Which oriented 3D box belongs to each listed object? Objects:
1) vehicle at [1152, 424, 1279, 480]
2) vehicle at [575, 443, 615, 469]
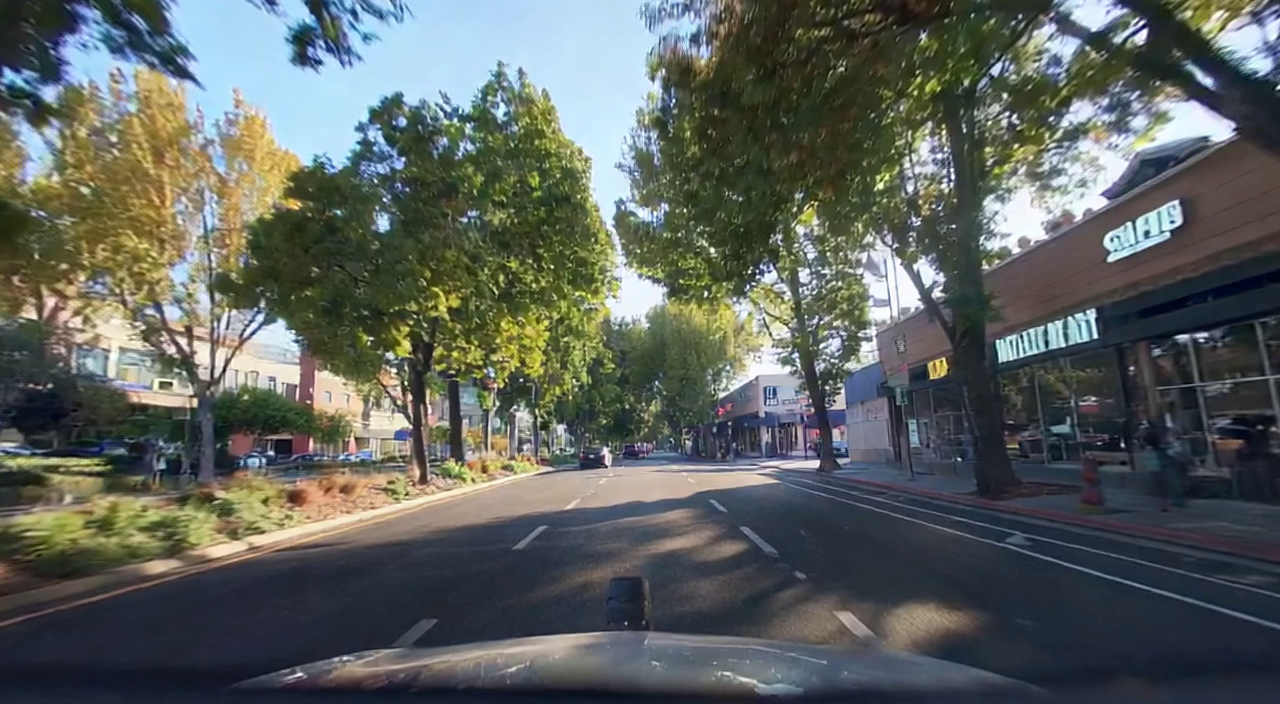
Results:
[{"bbox_3d":[17.311,2.770,17.583,4.271,1.436,2.001,0,-8,0],"label":"vehicle"},{"bbox_3d":[-2.700,6.422,39.118,2.082,1.460,4.442,0,-8,1],"label":"vehicle"}]
